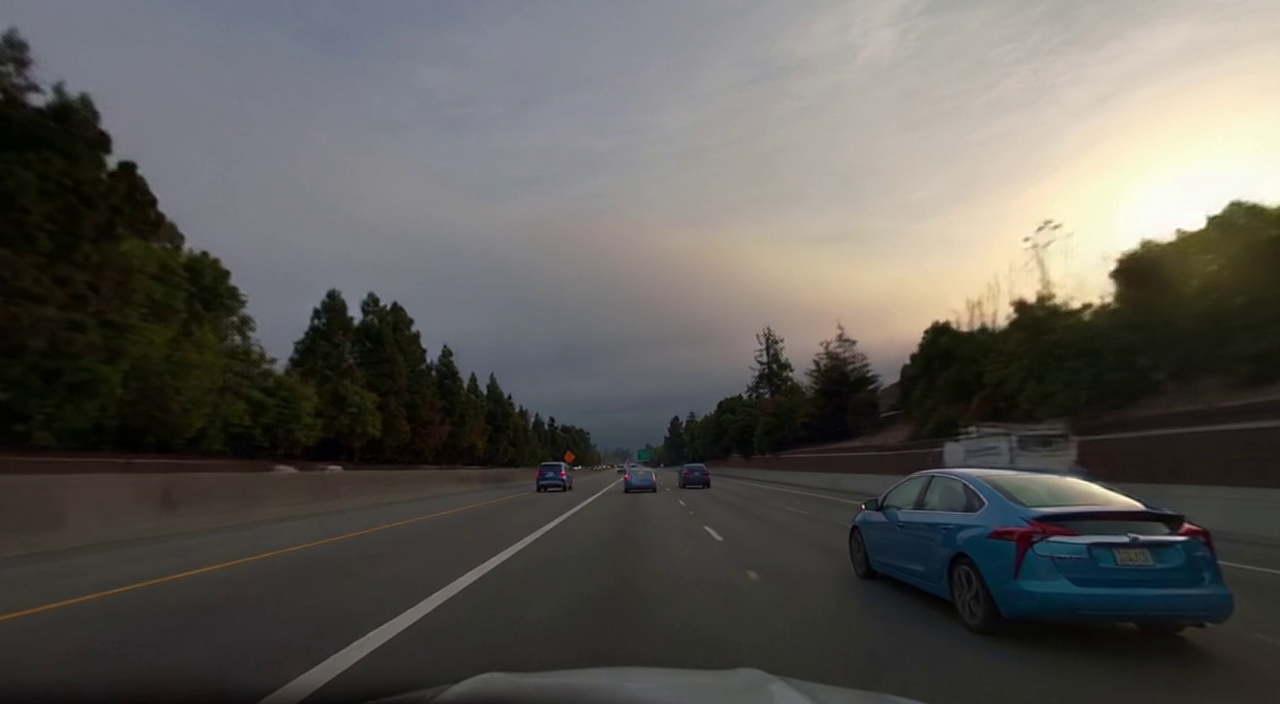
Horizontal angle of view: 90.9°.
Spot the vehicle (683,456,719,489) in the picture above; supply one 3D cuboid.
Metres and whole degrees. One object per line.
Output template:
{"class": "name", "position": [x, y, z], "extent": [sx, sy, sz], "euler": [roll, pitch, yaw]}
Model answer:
{"class": "vehicle", "position": [4.249, 8.451, 44.375], "extent": [2.030, 2.172, 3.621], "euler": [1, -10, -1]}

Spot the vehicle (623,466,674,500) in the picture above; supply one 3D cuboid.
{"class": "vehicle", "position": [0.386, 6.119, 29.696], "extent": [2.241, 1.425, 3.973], "euler": [1, -10, 0]}

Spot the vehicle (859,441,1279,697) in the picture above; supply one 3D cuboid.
{"class": "vehicle", "position": [3.735, 1.711, 5.927], "extent": [1.938, 1.561, 3.786], "euler": [1, -10, -1]}

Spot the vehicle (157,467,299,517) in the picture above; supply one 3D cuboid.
{"class": "vehicle", "position": [-13.996, 4.749, 21.810], "extent": [1.814, 1.486, 4.645], "euler": [1, -10, -1]}

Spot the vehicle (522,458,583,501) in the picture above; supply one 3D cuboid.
{"class": "vehicle", "position": [-3.800, 5.614, 27.998], "extent": [2.021, 1.706, 4.247], "euler": [1, -10, 1]}
